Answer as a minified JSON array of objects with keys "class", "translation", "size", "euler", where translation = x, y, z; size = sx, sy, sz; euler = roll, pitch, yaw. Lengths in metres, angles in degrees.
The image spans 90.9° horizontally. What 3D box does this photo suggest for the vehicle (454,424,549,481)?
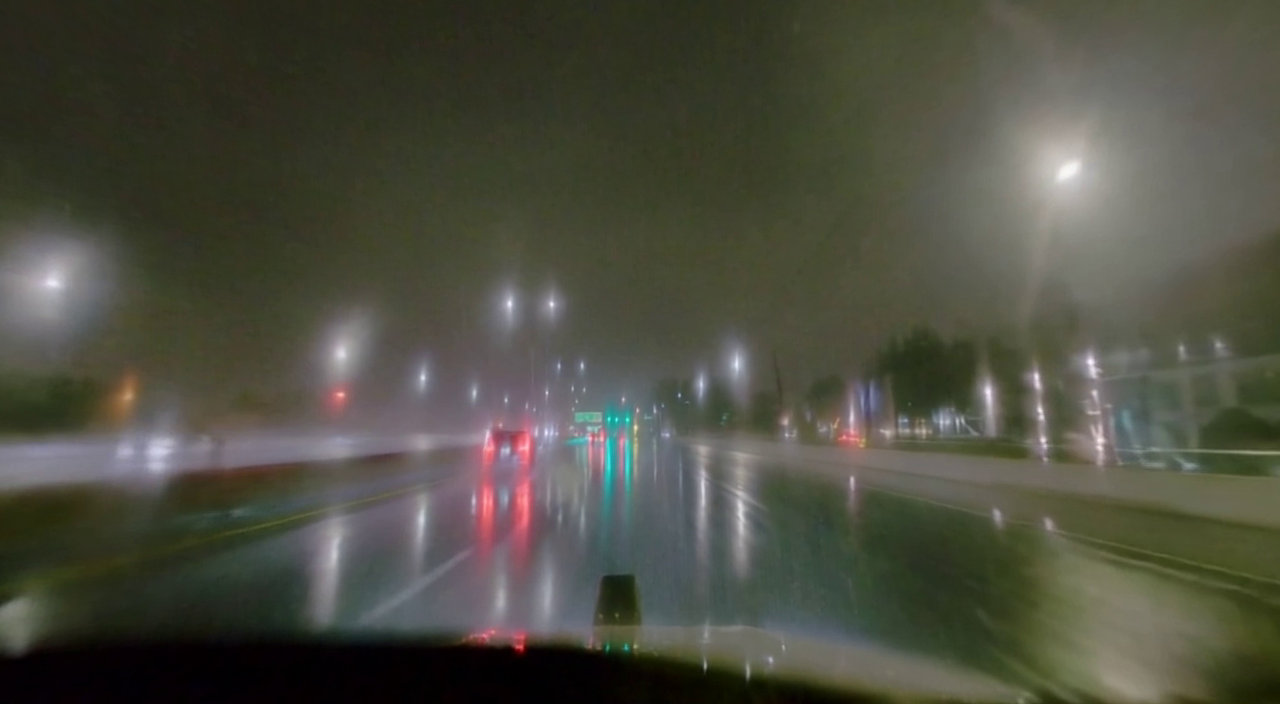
[{"class":"vehicle","translation":[-4.197,3.114,19.851],"size":[2.062,1.591,4.156],"euler":[0,-8,0]}]
